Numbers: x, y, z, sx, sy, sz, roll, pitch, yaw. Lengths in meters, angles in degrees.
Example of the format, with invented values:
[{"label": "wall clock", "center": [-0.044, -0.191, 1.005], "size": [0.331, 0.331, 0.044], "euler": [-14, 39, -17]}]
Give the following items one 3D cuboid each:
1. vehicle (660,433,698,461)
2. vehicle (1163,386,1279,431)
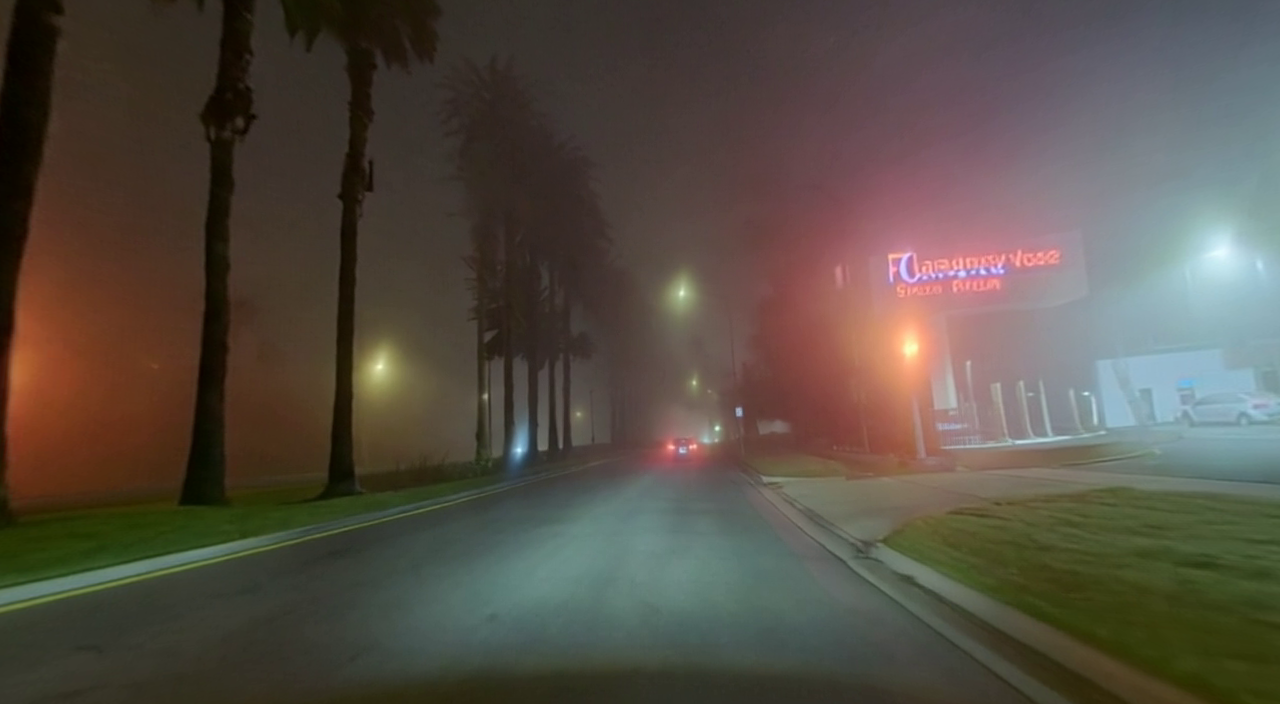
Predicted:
[{"label": "vehicle", "center": [2.323, 5.513, 36.516], "size": [2.050, 1.509, 4.148], "euler": [-1, -8, 5]}, {"label": "vehicle", "center": [26.194, 2.460, 27.523], "size": [4.513, 1.657, 2.002], "euler": [-5, -9, 10]}]
